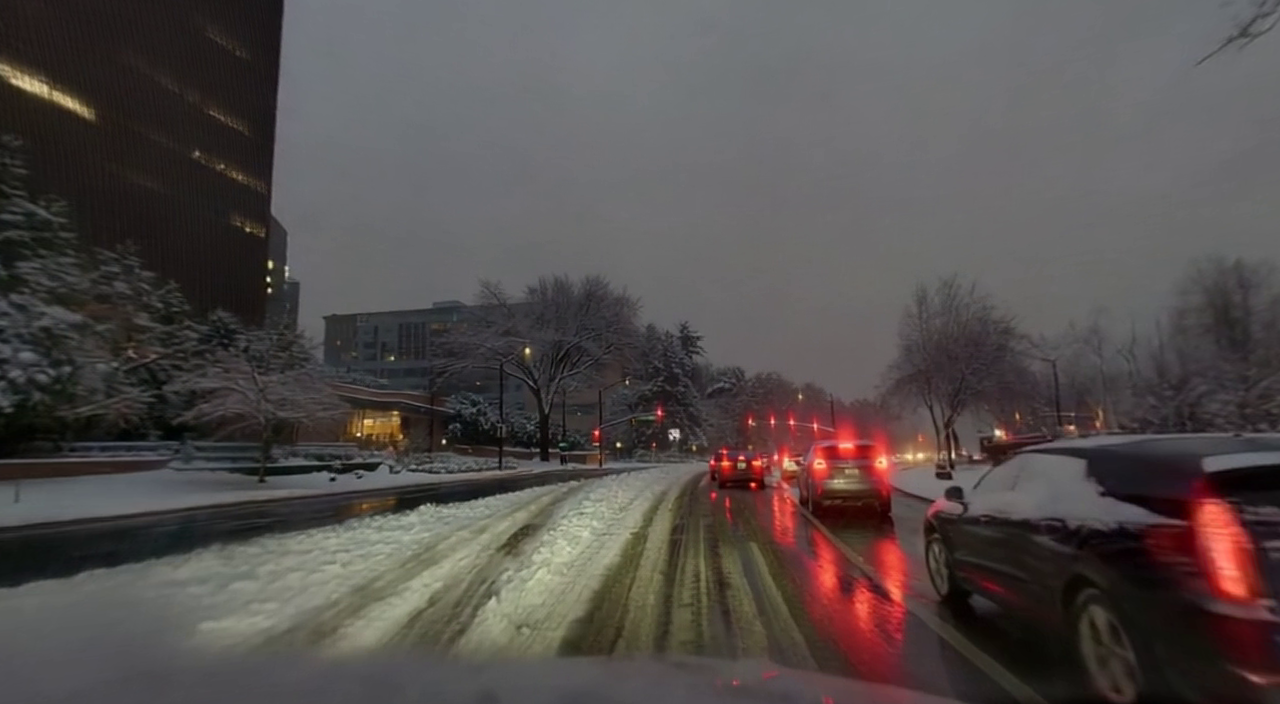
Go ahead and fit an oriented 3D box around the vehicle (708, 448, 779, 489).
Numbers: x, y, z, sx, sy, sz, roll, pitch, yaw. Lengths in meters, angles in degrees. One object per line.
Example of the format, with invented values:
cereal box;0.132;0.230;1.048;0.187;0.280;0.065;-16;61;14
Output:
vehicle;4.286;4.872;26.697;2.183;1.553;3.923;0;-9;-2

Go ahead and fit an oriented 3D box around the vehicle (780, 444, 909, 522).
vehicle;4.829;3.108;15.697;2.089;1.609;4.922;-1;-9;7

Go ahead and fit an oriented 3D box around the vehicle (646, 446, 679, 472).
vehicle;1.632;7.433;44.066;2.121;1.728;4.161;-1;-9;5

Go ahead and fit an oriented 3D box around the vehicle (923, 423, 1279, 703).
vehicle;3.250;1.192;3.434;2.032;1.490;3.871;-1;-9;8

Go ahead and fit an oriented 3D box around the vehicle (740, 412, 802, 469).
vehicle;9.379;6.626;46.760;3.128;3.616;13.736;-1;-9;6
